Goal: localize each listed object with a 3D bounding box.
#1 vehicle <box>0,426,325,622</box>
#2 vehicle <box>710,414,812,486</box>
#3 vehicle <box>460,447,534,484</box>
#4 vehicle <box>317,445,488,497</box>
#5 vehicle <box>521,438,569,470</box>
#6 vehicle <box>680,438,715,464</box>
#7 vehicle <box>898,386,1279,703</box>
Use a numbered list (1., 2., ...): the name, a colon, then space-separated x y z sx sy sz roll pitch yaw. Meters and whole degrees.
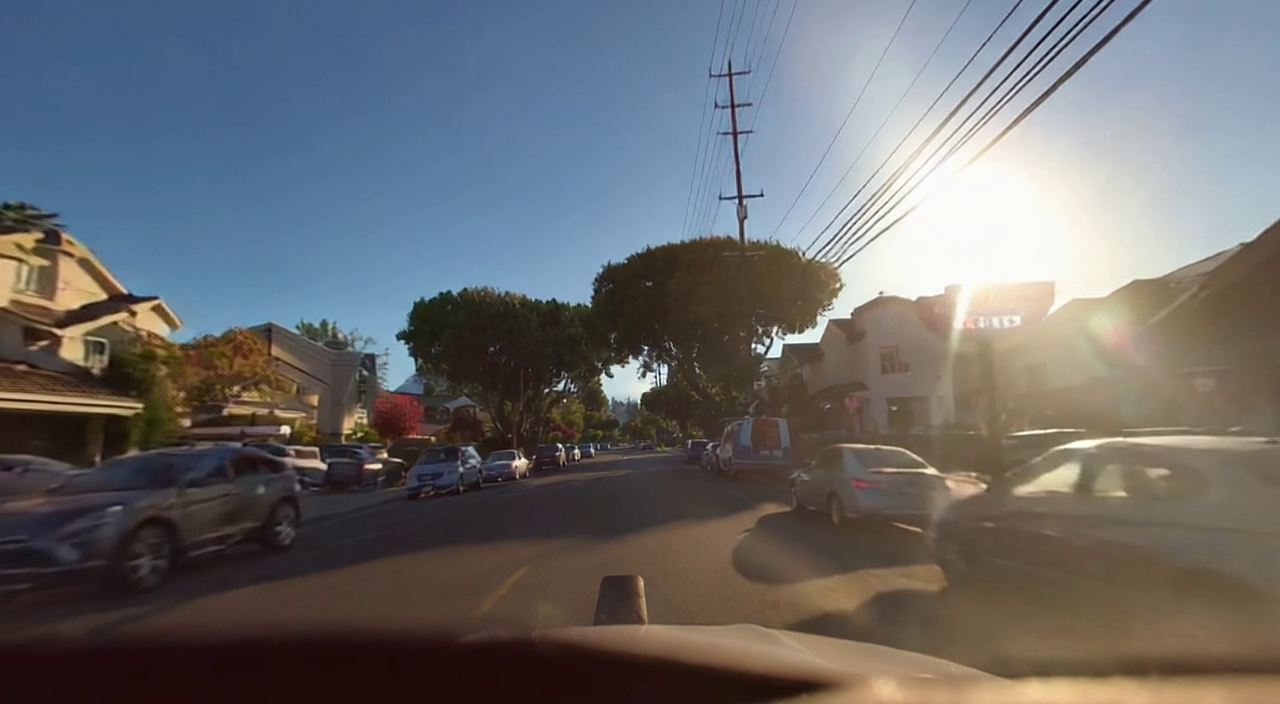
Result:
1. vehicle: -6.049 1.851 7.771 1.989 1.693 4.292 -2 -8 2
2. vehicle: 3.971 3.378 21.823 2.396 2.164 5.381 0 -9 0
3. vehicle: -6.182 4.950 27.797 2.048 1.438 4.728 -2 -9 1
4. vehicle: -7.671 3.887 20.785 4.935 1.454 1.900 -1 -8 -5
5. vehicle: -6.197 6.698 41.620 2.322 1.913 5.582 0 -9 0
6. vehicle: 3.723 6.507 41.426 1.848 1.550 4.054 0 -9 -1
7. vehicle: 3.773 1.111 4.016 2.112 1.528 4.944 0 -9 0
